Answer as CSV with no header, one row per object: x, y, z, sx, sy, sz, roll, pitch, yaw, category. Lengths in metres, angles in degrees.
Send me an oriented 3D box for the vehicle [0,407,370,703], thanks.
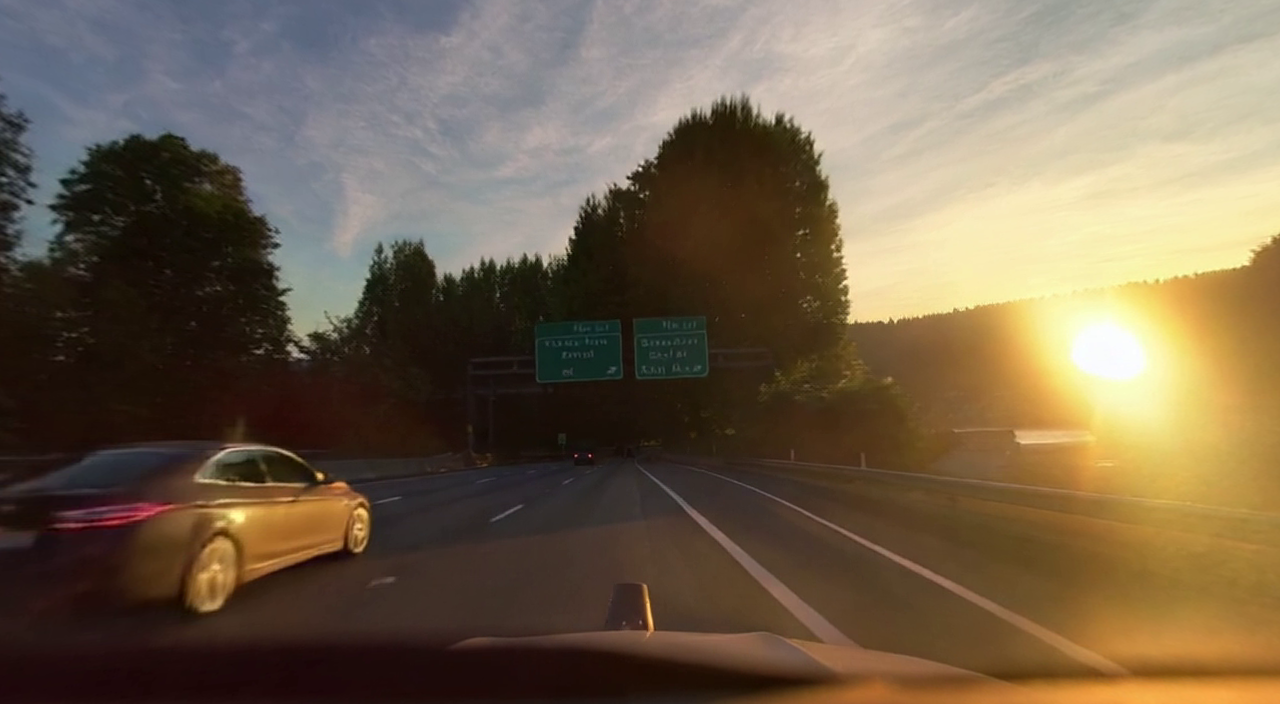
-4.263,1.360,5.068,2.065,1.551,4.889,0,-9,-1,vehicle
